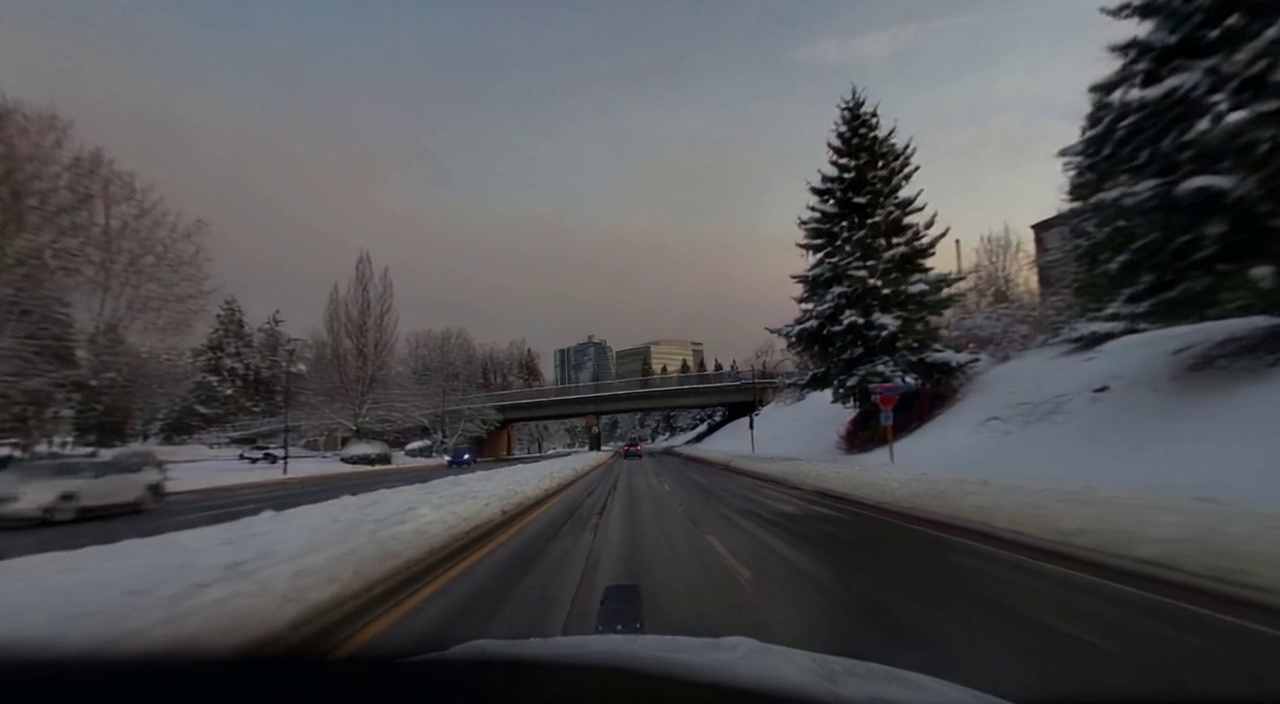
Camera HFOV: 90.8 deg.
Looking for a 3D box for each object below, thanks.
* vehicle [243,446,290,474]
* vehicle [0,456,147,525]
[{"bbox_3d":[-28.978,8.342,49.199,2.199,1.959,5.771,3,-9,-22],"label":"vehicle"},{"bbox_3d":[-16.699,3.768,17.756,1.861,1.618,4.731,0,-9,-1],"label":"vehicle"}]
